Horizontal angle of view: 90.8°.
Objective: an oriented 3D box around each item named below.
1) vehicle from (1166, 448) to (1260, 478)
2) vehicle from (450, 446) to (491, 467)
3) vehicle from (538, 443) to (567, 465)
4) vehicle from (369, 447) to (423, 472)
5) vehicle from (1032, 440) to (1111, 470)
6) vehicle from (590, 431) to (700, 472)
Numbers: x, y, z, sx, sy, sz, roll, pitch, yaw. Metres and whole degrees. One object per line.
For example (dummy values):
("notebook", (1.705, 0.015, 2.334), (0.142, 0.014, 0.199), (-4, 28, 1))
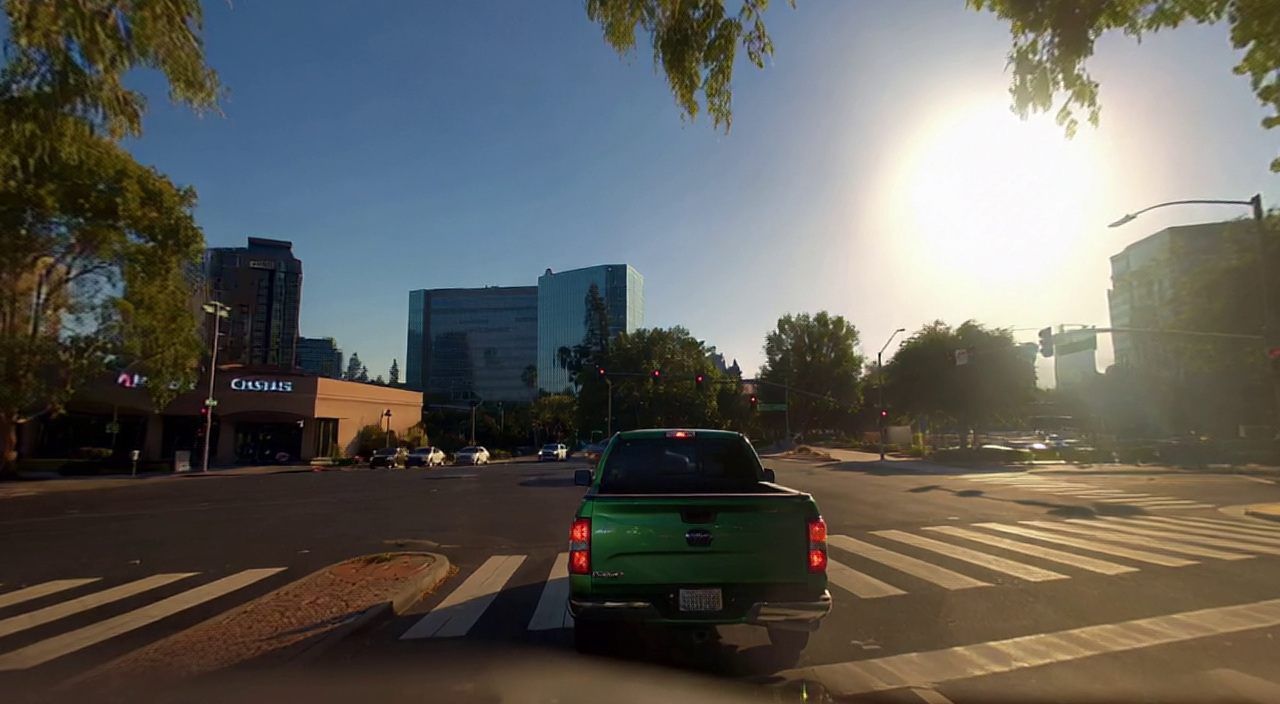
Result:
("vehicle", (30.316, 5.805, 33.379), (4.658, 1.478, 1.946), (4, -9, -26))
("vehicle", (-12.603, 7.760, 47.099), (1.946, 1.474, 4.008), (0, -9, 0))
("vehicle", (-6.349, 7.400, 46.087), (1.879, 1.464, 4.457), (1, -8, -5))
("vehicle", (-16.232, 7.137, 42.241), (1.883, 1.586, 4.297), (0, -9, 0))
("vehicle", (26.362, 6.264, 38.546), (4.541, 1.731, 2.007), (5, -10, -28))
("vehicle", (0.147, 5.045, 32.176), (2.289, 1.927, 5.667), (8, -12, -42))
